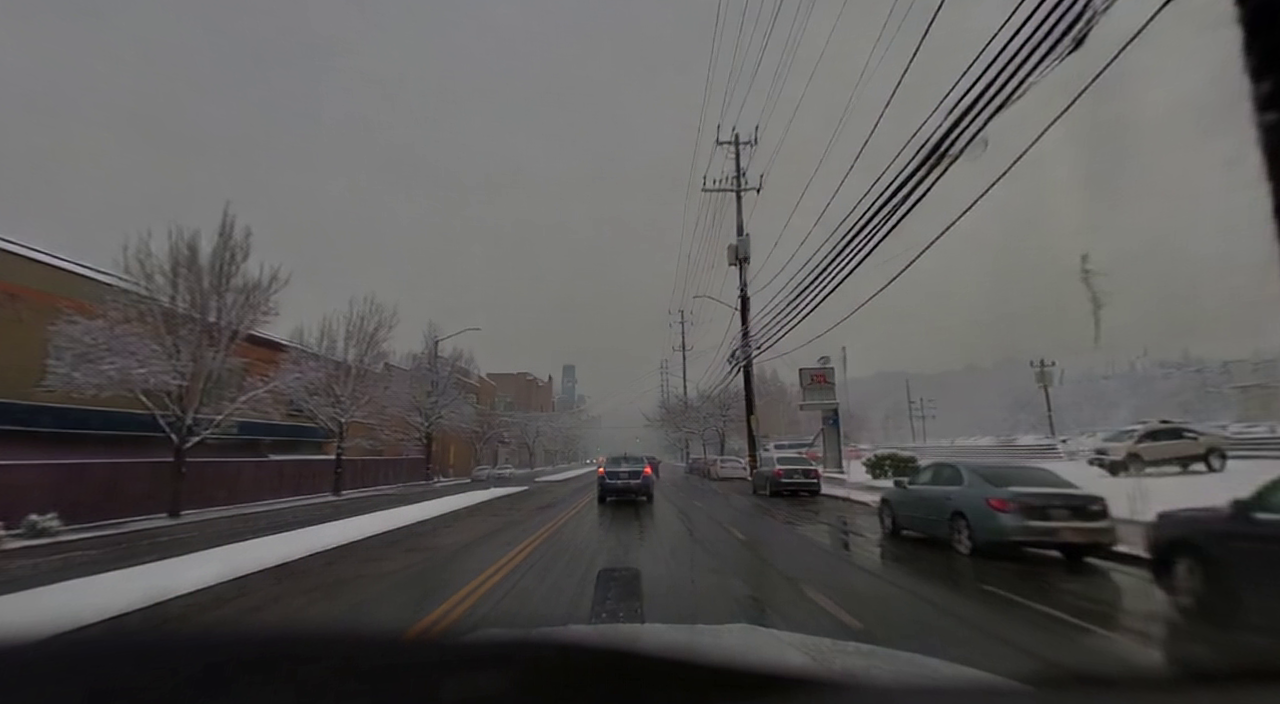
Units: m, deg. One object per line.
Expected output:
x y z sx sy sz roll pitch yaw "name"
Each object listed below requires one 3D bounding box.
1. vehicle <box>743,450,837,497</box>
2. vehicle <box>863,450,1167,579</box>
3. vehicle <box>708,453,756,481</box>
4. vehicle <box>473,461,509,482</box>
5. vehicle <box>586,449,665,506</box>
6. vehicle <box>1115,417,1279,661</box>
5.247 4.316 22.869 2.108 1.471 4.948 0 -9 -1 "vehicle"
5.008 2.168 9.323 1.761 1.413 4.272 0 -9 -2 "vehicle"
5.188 6.566 36.335 1.987 1.459 4.677 0 -9 -1 "vehicle"
-11.663 9.344 49.691 1.828 1.457 4.371 0 -9 -1 "vehicle"
-0.385 3.688 19.026 2.116 1.479 3.980 0 -9 0 "vehicle"
5.114 1.151 3.636 1.779 1.592 3.740 0 -9 0 "vehicle"
